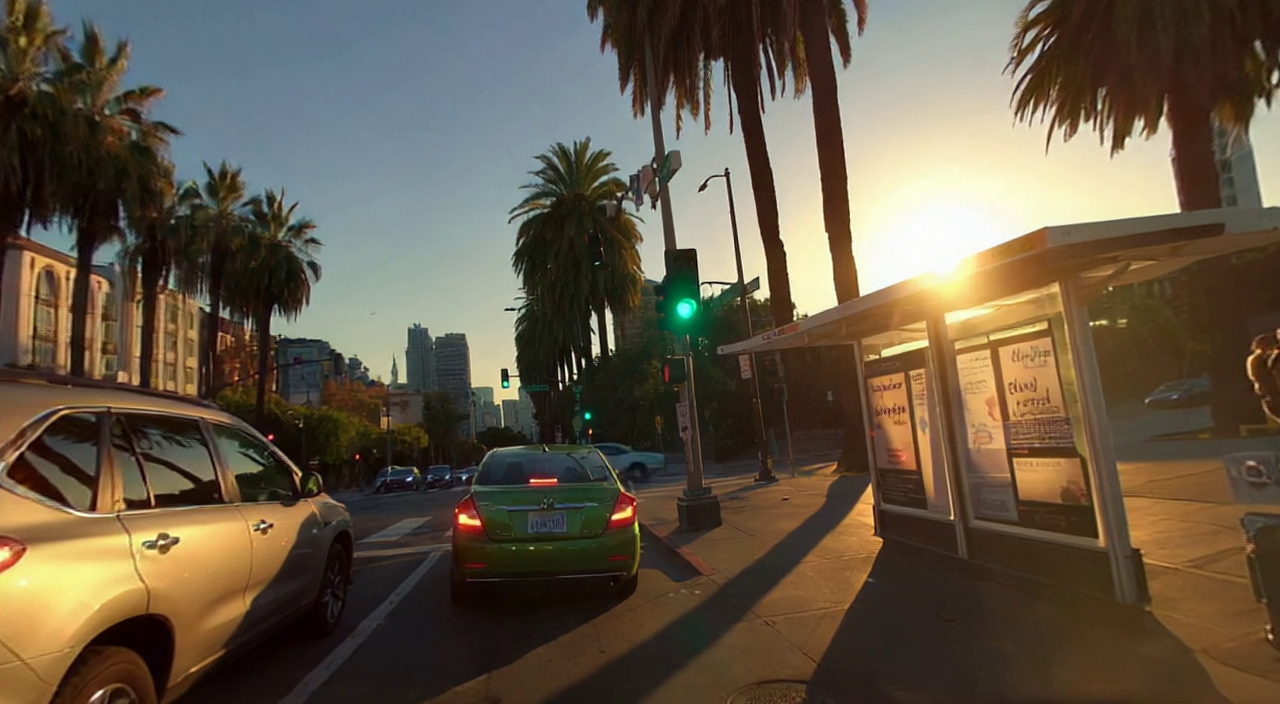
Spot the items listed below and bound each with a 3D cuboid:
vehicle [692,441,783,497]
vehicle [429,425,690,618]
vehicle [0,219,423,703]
[{"bbox_3d":[4.916,5.926,32.149,3.987,1.636,1.903,12,7,-8],"label":"vehicle"},{"bbox_3d":[-1.013,1.649,7.218,2.065,1.467,4.289,2,-9,-11],"label":"vehicle"},{"bbox_3d":[-2.761,0.924,3.334,2.098,1.851,4.571,1,-9,-7],"label":"vehicle"}]
